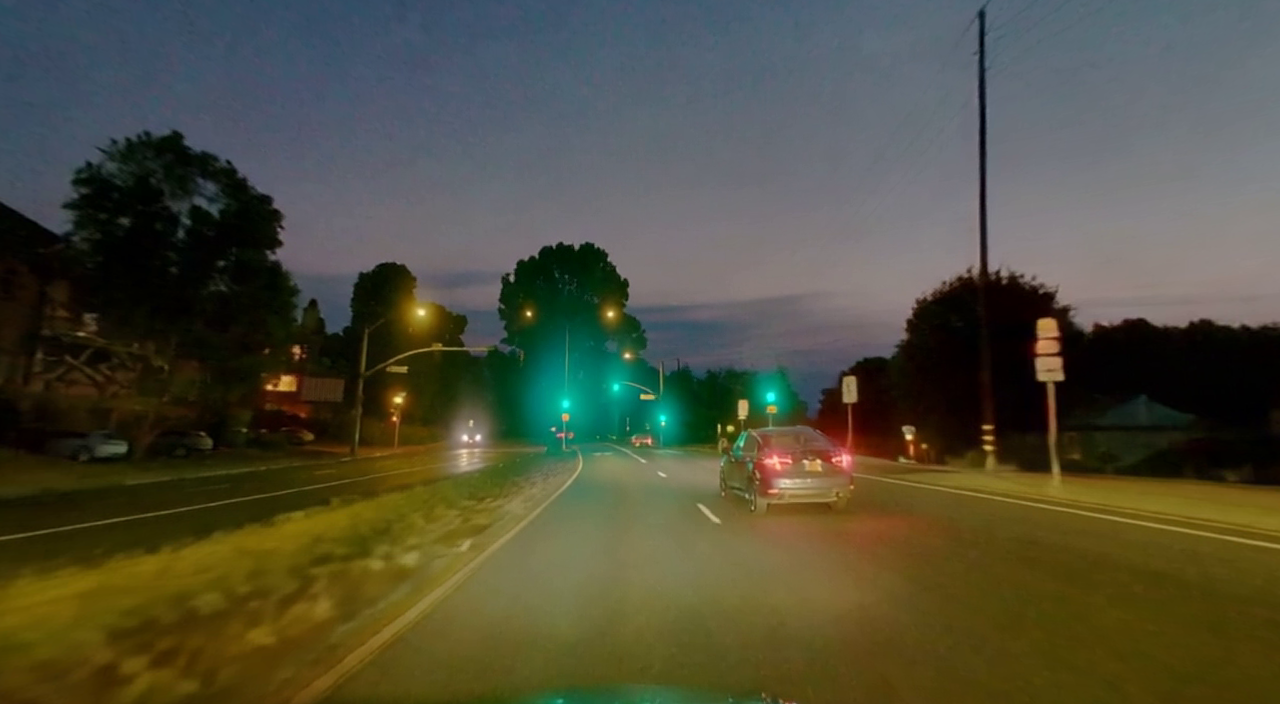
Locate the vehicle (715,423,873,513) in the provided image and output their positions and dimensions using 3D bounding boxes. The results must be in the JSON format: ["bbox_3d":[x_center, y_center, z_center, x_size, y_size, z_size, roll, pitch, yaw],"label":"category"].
[{"bbox_3d":[2.809,2.233,12.561,1.960,1.479,4.086,0,-8,-2],"label":"vehicle"}]

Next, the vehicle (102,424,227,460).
[{"bbox_3d":[-25.066,4.761,33.384,4.737,1.805,2.049,1,-8,-8],"label":"vehicle"}]

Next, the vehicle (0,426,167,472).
[{"bbox_3d":[-21.058,3.630,23.681,4.717,1.615,2.014,2,-9,-10],"label":"vehicle"}]

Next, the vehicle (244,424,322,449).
[{"bbox_3d":[-26.727,6.371,47.384,4.583,1.850,2.015,2,-9,-10],"label":"vehicle"}]
